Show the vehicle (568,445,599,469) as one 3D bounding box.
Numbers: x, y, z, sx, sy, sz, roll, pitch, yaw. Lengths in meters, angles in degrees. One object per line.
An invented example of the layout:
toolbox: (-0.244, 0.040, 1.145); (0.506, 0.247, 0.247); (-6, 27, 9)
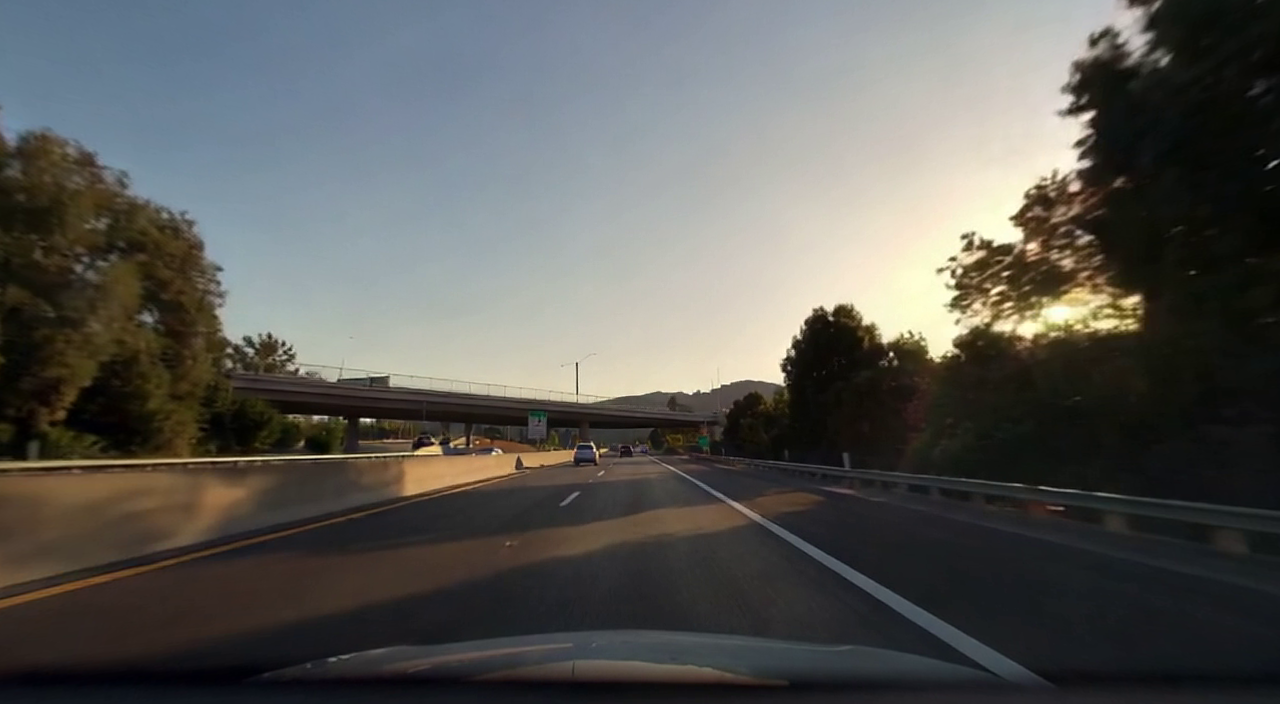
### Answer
vehicle: (-3.925, 7.344, 44.246); (1.835, 1.531, 3.811); (0, -9, -1)
